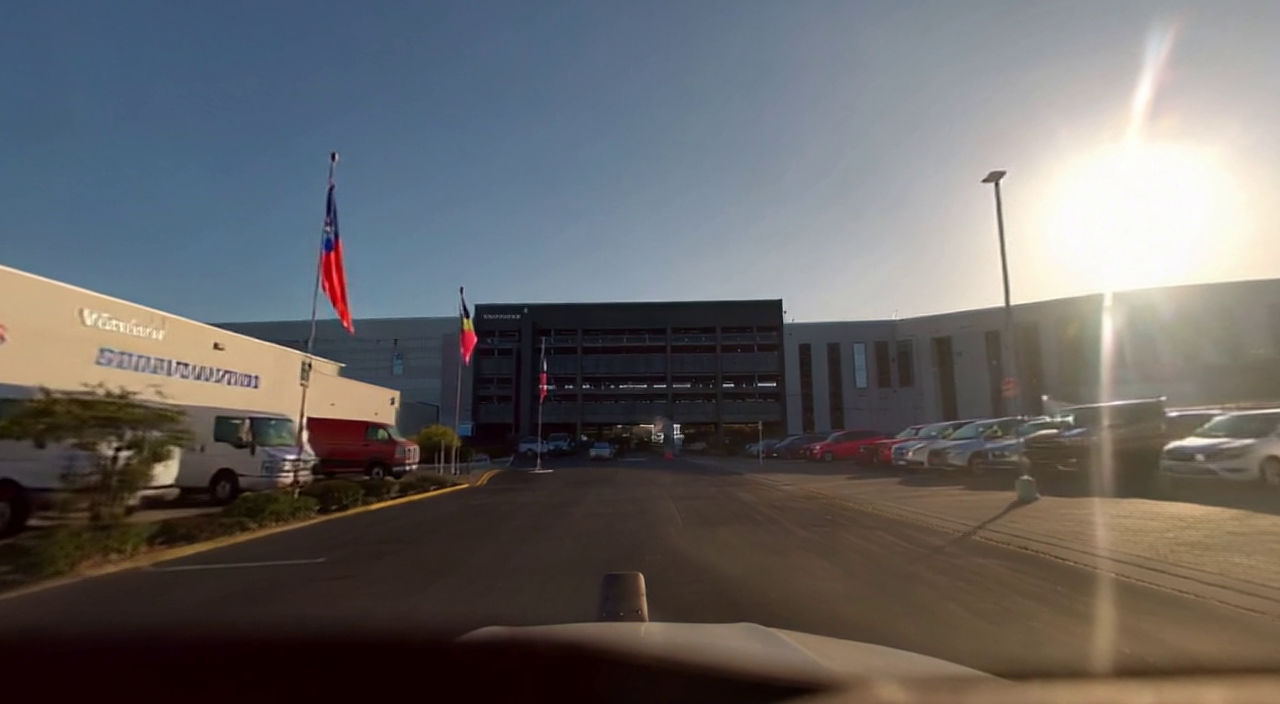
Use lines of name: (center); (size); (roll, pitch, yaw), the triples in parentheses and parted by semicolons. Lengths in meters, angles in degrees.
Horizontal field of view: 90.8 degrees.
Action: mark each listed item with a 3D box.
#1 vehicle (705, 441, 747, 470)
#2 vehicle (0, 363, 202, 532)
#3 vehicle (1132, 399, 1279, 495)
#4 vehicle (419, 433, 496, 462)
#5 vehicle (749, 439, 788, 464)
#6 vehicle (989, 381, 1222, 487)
vehicle: (5.285, 6.440, 39.549); (2.026, 1.659, 4.314); (0, -8, 0)
vehicle: (-11.091, 1.650, 11.054); (5.105, 2.621, 2.225); (-1, -8, 1)
vehicle: (11.902, 1.846, 12.396); (4.027, 1.598, 1.943); (4, -9, -28)
vehicle: (-13.173, 6.874, 45.564); (5.672, 1.963, 2.189); (-6, -10, 35)
vehicle: (9.604, 7.382, 46.927); (2.021, 1.753, 4.342); (-4, -9, 21)
vehicle: (11.677, 2.063, 15.740); (6.017, 2.202, 2.328); (5, -10, -31)
